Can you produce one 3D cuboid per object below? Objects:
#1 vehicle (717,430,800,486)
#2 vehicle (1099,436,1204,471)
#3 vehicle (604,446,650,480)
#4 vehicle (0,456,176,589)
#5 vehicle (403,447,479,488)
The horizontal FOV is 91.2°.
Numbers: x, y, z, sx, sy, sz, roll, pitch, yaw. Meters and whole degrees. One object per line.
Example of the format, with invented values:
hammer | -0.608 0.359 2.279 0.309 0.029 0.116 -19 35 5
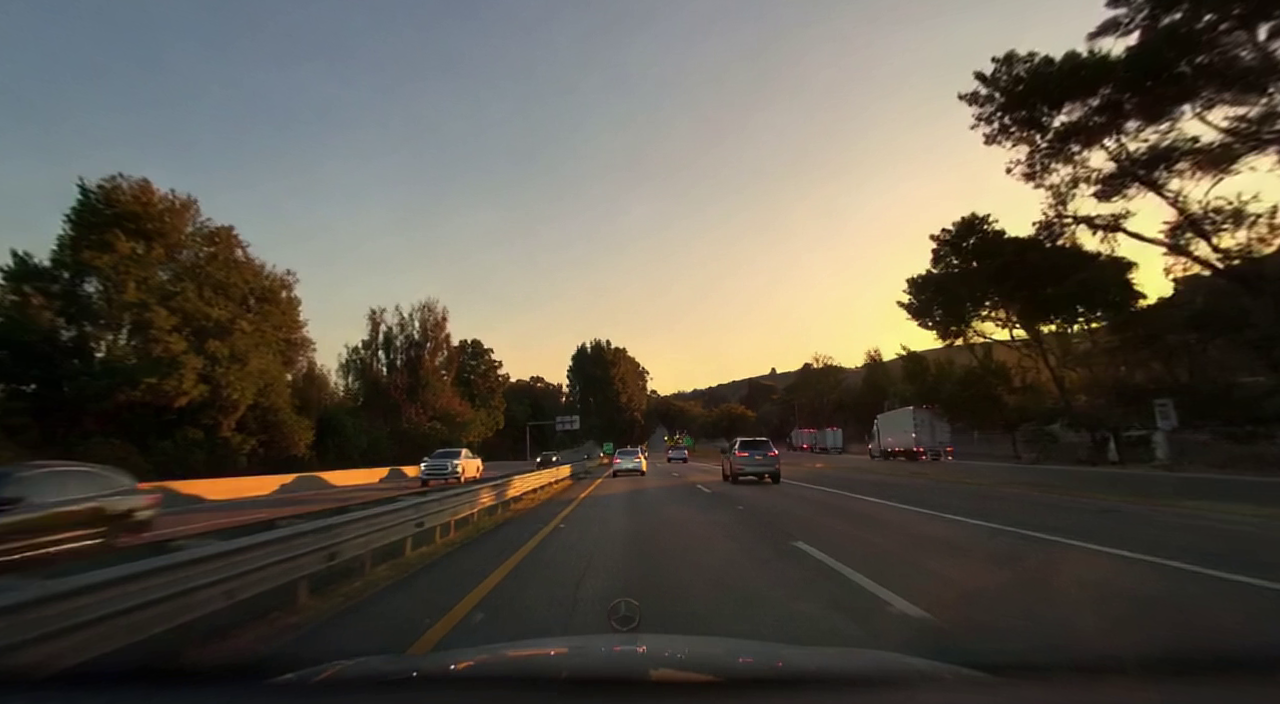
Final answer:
vehicle | 4.514 4.157 24.741 2.261 1.952 4.784 0 -9 0
vehicle | 25.712 5.118 31.730 1.920 1.589 4.604 -2 -9 9
vehicle | -0.580 5.122 29.170 2.029 1.483 3.769 0 -9 0
vehicle | -8.608 2.125 7.876 1.913 1.537 4.729 0 -9 0
vehicle | -9.052 5.265 28.878 2.020 1.686 4.335 0 -9 1
